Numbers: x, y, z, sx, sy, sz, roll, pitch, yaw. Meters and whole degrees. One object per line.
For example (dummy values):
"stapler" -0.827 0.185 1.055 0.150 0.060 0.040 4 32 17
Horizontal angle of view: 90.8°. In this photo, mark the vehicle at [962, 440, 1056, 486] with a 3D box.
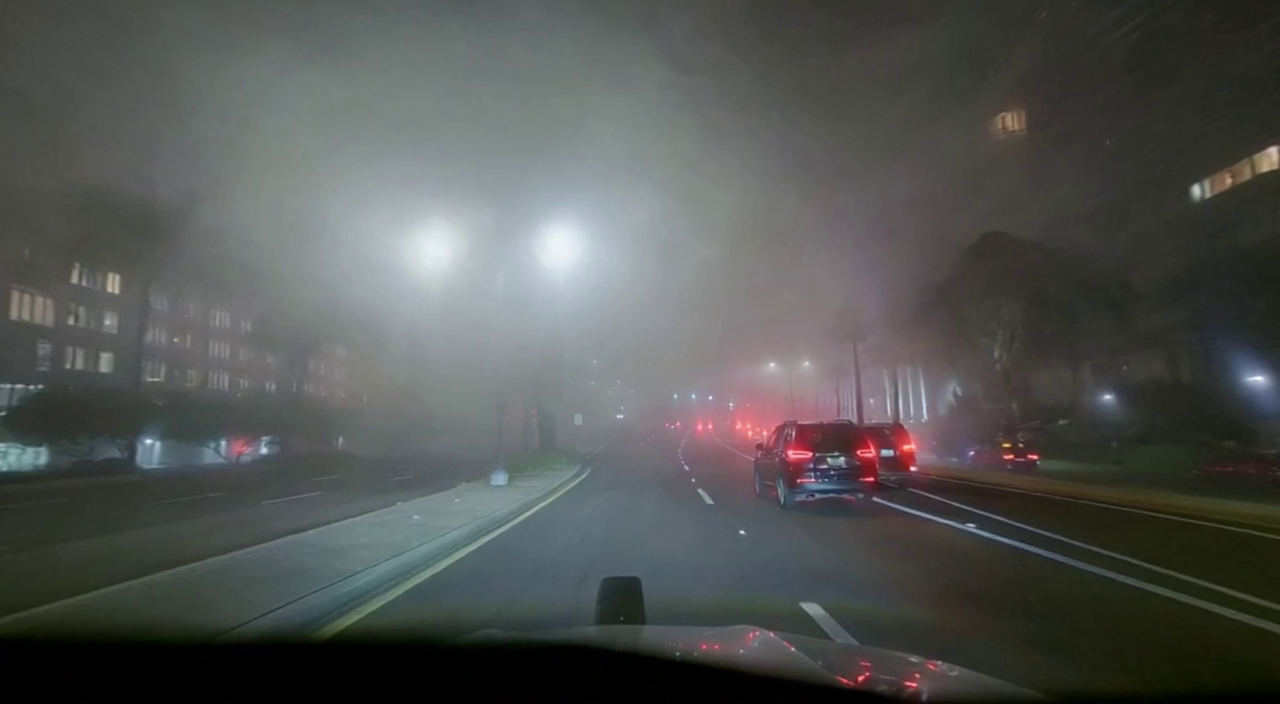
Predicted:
"vehicle" 17.923 5.359 30.981 1.909 1.442 4.265 -5 -1 -2

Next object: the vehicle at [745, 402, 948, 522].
"vehicle" 3.546 2.038 12.043 2.219 1.795 4.718 0 -9 0

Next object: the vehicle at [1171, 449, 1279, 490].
"vehicle" 24.011 4.596 24.889 4.378 1.489 1.901 0 -9 1

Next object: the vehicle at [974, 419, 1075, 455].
"vehicle" 25.356 5.597 41.795 4.991 1.798 2.501 -4 -2 1
